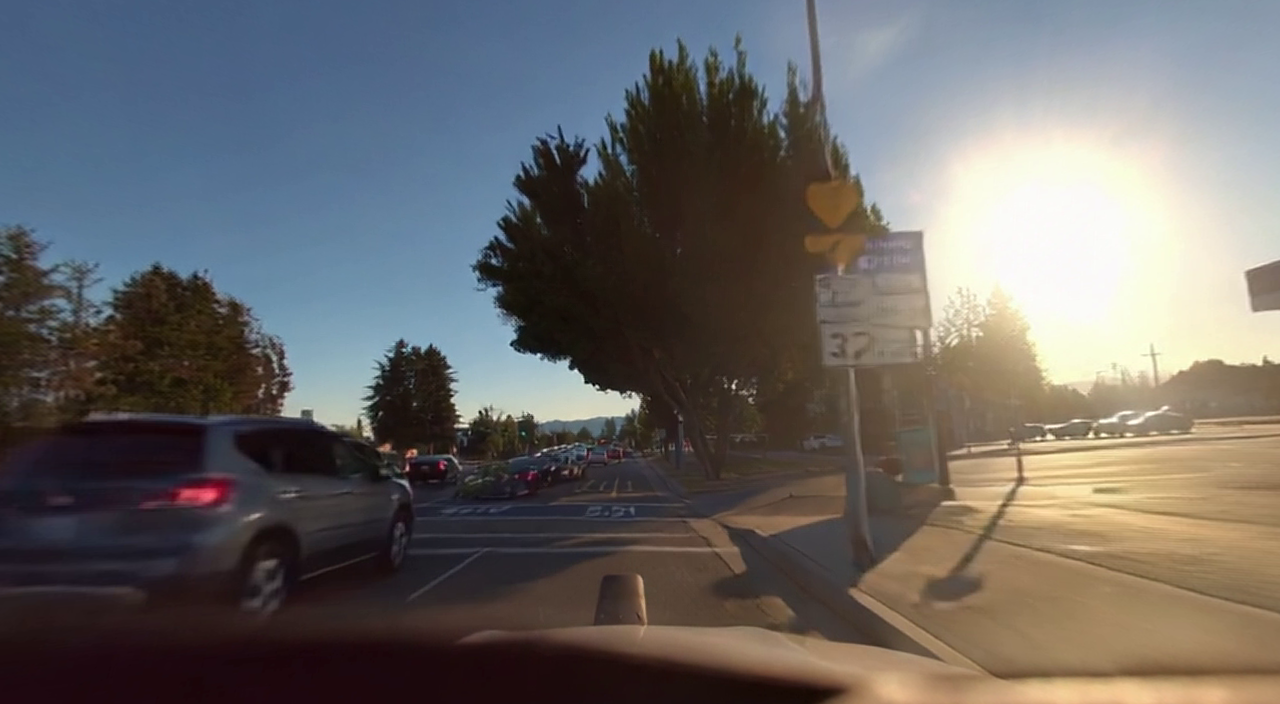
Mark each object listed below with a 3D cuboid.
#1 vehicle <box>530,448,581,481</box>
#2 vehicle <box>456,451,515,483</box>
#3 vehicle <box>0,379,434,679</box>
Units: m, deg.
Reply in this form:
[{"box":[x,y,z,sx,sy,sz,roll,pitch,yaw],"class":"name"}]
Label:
[{"box":[-4.344,5.876,33.040,2.060,1.580,3.980,0,-10,1],"class":"vehicle"},{"box":[-7.722,5.802,31.849,1.875,1.479,4.558,0,-10,-1],"class":"vehicle"},{"box":[-3.945,1.458,6.151,2.306,1.815,4.476,0,-10,0],"class":"vehicle"}]
